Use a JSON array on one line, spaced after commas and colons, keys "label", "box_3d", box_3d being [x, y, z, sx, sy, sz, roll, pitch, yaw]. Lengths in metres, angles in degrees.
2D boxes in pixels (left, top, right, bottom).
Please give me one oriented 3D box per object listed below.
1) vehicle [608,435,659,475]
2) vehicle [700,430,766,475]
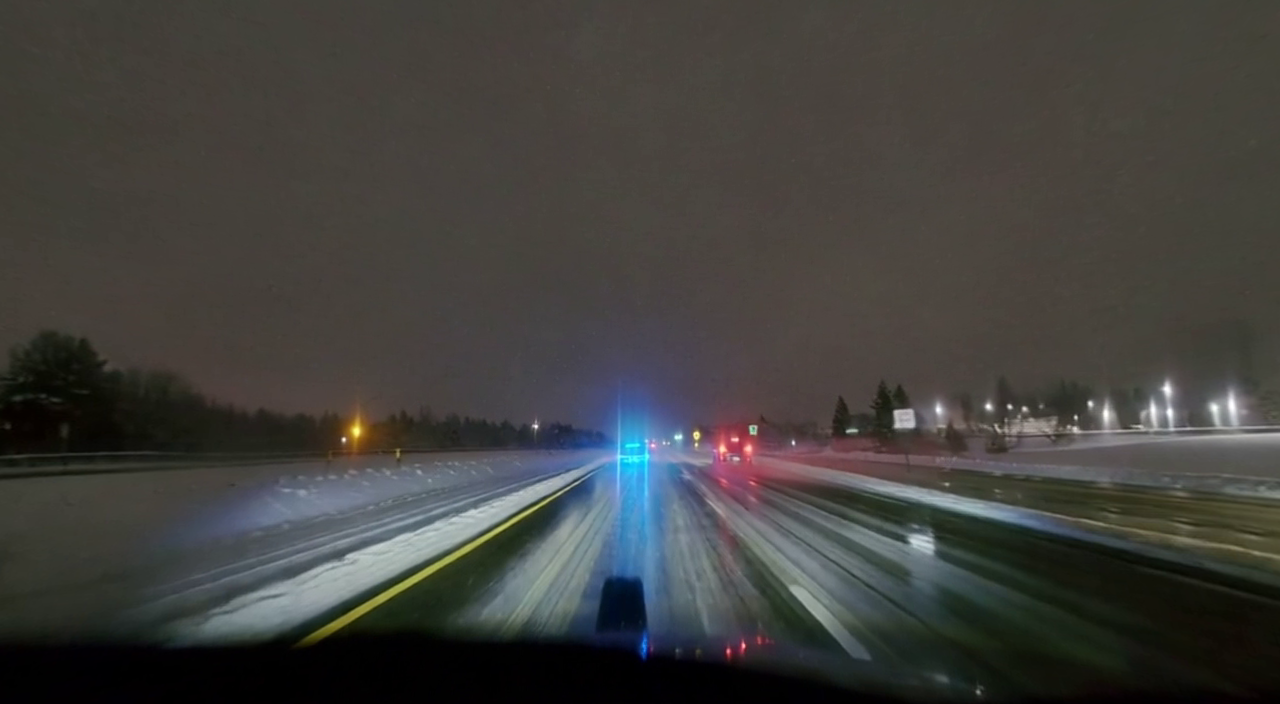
[{"label": "vehicle", "box_3d": [-0.238, 4.440, 27.334, 2.050, 1.546, 4.344, 0, -8, 0]}, {"label": "vehicle", "box_3d": [3.776, 4.184, 26.309, 2.063, 1.698, 4.355, 0, -8, 0]}]
